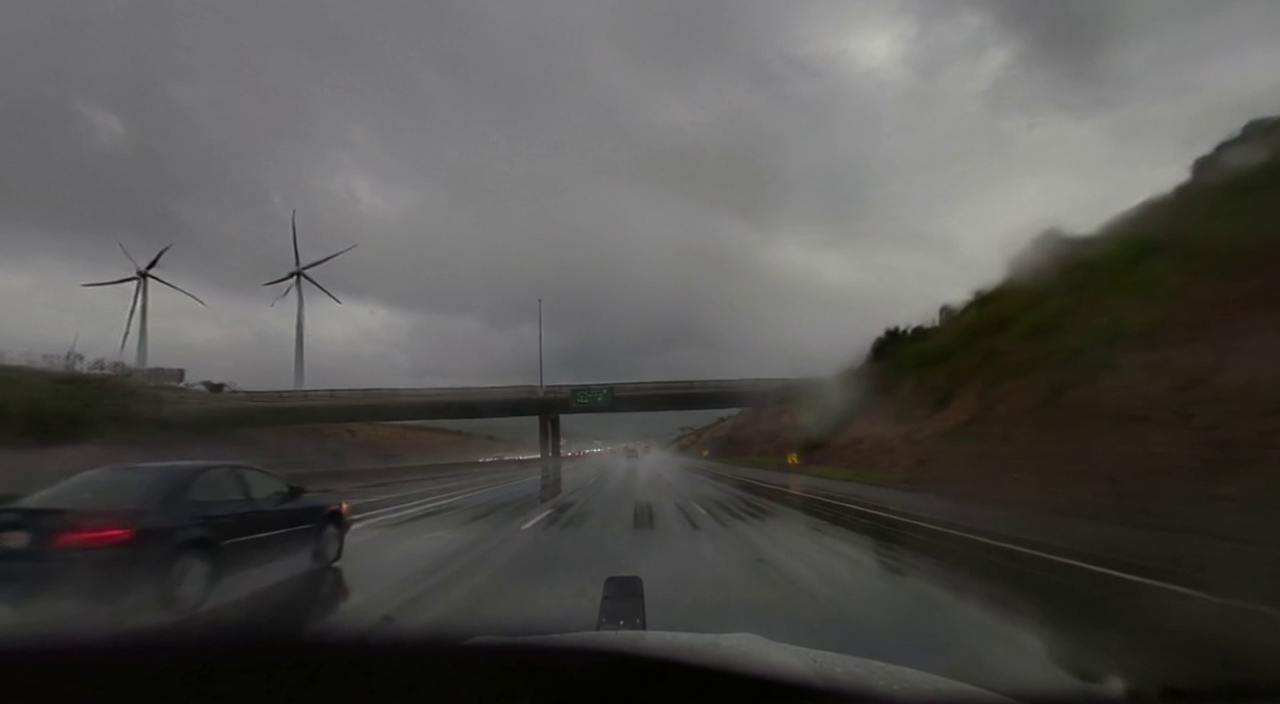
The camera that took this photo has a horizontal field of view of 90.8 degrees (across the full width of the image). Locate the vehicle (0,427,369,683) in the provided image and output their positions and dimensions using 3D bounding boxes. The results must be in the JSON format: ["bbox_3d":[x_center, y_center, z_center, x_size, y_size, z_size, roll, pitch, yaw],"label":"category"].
[{"bbox_3d":[-4.384,1.514,5.820,1.921,1.481,4.120,0,-9,0],"label":"vehicle"}]
